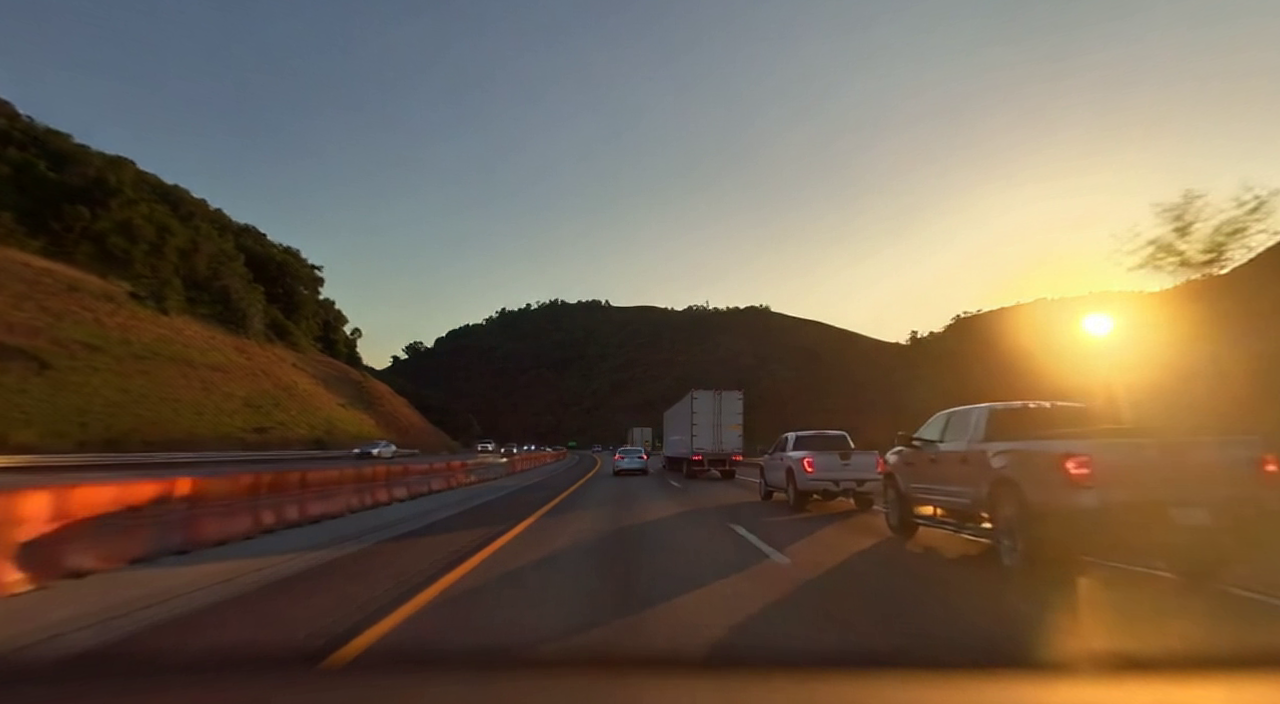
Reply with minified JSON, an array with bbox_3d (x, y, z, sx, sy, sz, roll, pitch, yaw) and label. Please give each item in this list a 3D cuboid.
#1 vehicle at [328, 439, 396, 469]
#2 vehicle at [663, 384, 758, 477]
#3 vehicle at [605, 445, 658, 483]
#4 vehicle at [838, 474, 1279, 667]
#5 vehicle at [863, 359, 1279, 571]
[{"bbox_3d":[-15.581,5.749,35.620,1.984,1.558,4.164,0,-9,-1],"label":"vehicle"},{"bbox_3d":[3.392,4.602,35.230,2.911,4.099,14.578,0,-9,-3],"label":"vehicle"},{"bbox_3d":[-0.394,4.593,26.162,2.029,1.437,3.794,0,-9,-2],"label":"vehicle"},{"bbox_3d":[4.028,1.866,6.598,2.129,0.956,5.390,0,-9,-1],"label":"vehicle"},{"bbox_3d":[4.069,1.104,6.543,1.873,1.465,4.264,0,-9,-1],"label":"vehicle"}]
